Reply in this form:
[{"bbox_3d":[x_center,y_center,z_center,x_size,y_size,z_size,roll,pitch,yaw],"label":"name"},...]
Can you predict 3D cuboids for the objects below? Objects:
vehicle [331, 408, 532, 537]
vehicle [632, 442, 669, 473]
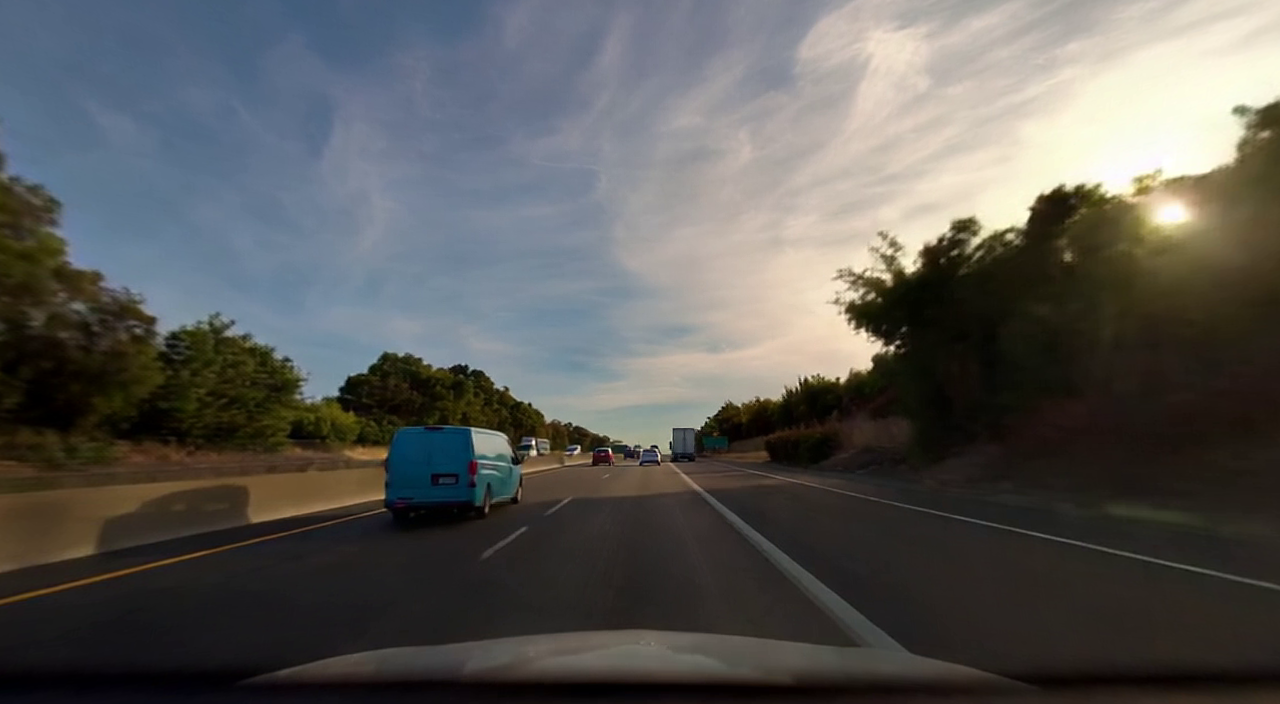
[{"bbox_3d":[-3.711,2.279,12.481,2.167,1.991,5.062,0,-9,1],"label":"vehicle"},{"bbox_3d":[0.643,6.598,39.707,2.209,1.825,4.036,0,-9,1],"label":"vehicle"}]
